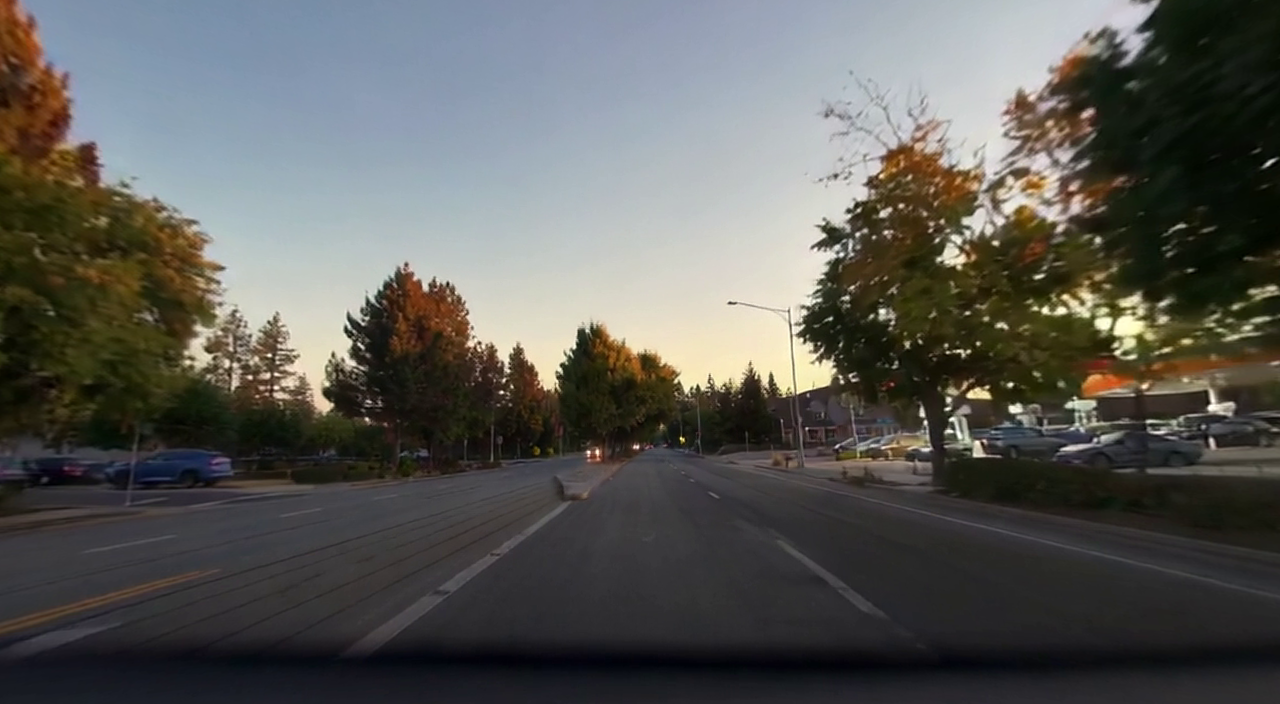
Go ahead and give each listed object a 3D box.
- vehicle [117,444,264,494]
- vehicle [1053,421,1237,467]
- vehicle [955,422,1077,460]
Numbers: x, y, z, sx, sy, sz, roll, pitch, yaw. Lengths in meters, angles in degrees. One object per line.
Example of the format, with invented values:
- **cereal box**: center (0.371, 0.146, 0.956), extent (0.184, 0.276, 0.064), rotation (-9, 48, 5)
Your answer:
- **vehicle**: center (-19.822, 5.153, 28.338), extent (2.280, 1.968, 5.805), rotation (0, -8, 0)
- **vehicle**: center (17.241, 3.174, 21.778), extent (4.545, 1.443, 1.976), rotation (-1, -8, 2)
- **vehicle**: center (17.613, 4.176, 29.749), extent (4.426, 1.700, 2.077), rotation (0, -8, -4)
